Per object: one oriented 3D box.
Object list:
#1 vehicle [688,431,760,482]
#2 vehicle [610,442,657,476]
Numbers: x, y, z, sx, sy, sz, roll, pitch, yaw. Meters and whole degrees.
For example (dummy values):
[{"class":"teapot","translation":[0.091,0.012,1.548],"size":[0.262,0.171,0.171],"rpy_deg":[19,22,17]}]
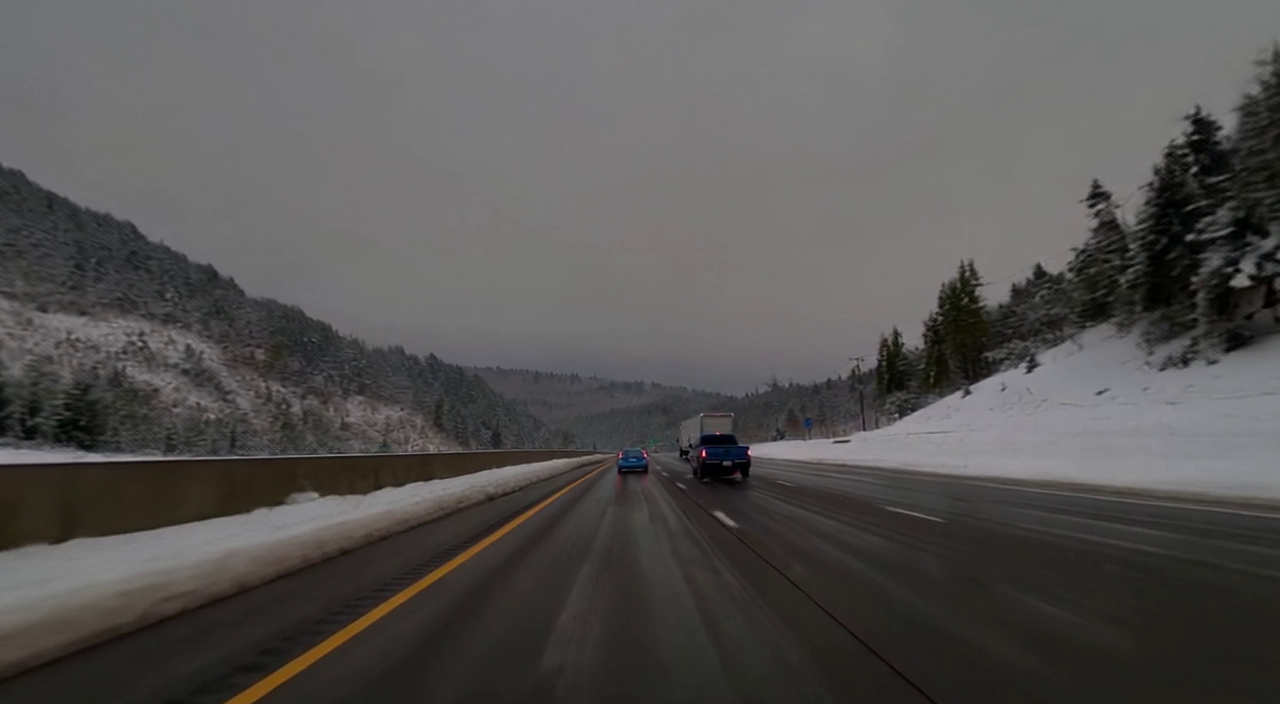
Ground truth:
[{"class":"vehicle","translation":[3.224,4.141,25.287],"size":[2.098,1.794,4.561],"rpy_deg":[0,-8,-2]},{"class":"vehicle","translation":[-0.338,5.080,30.196],"size":[2.083,1.477,3.965],"rpy_deg":[0,-8,-1]}]
